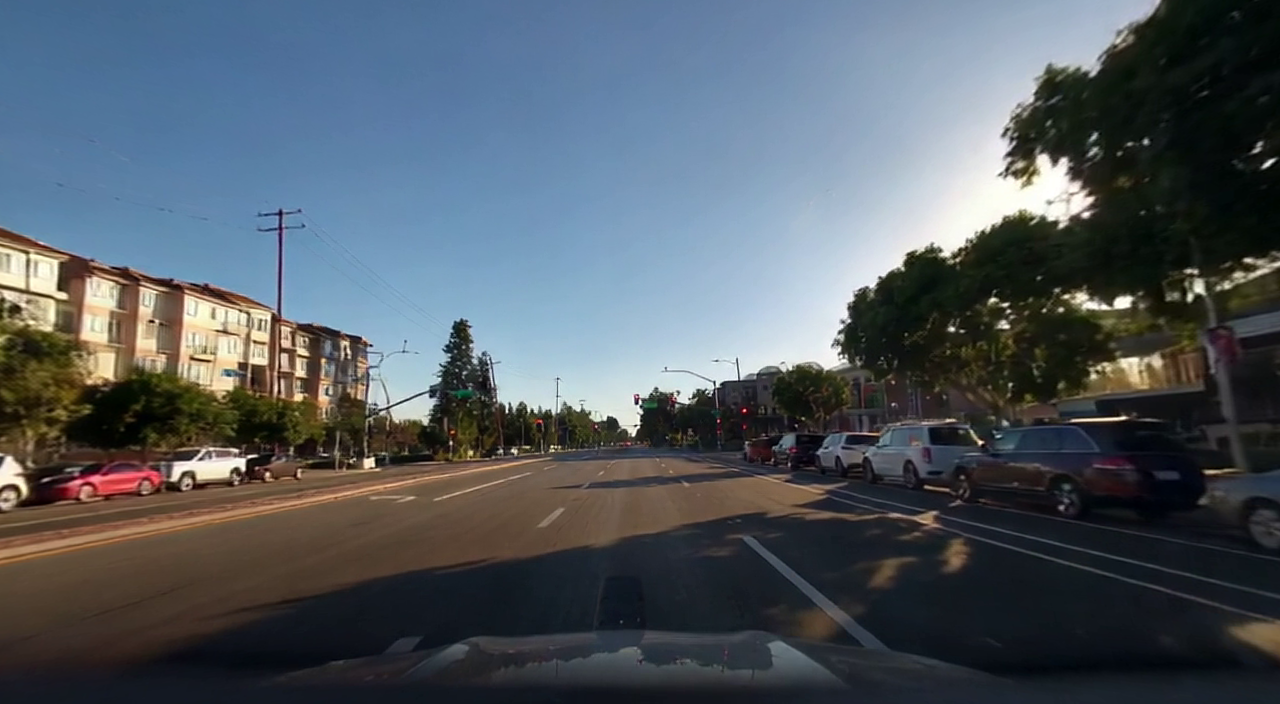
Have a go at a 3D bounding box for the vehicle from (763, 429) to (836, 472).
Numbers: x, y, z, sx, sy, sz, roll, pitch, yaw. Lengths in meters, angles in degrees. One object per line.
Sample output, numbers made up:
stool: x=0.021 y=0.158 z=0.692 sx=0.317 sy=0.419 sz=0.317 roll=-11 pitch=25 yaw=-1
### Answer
vehicle: x=7.654 y=4.798 z=30.949 sx=2.130 sy=1.877 sz=5.334 roll=0 pitch=-8 yaw=0

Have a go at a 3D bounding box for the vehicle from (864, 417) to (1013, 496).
vehicle: x=8.142 y=2.910 z=17.825 sx=1.870 sy=1.912 sz=4.657 roll=0 pitch=-8 yaw=0

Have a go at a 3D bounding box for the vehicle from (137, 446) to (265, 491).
vehicle: x=-22.304 y=5.886 z=32.517 sx=2.328 sy=1.929 sz=6.055 roll=-4 pitch=-8 yaw=0

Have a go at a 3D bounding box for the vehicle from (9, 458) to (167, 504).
vehicle: x=-22.276 y=5.176 z=25.864 sx=1.878 sy=1.561 sz=5.061 roll=0 pitch=-8 yaw=0

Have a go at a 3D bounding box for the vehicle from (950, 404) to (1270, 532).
vehicle: x=7.954 y=2.030 z=11.577 sx=2.034 sy=1.822 sz=4.953 roll=0 pitch=-8 yaw=0

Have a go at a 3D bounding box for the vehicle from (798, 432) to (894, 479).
vehicle: x=7.888 y=4.021 z=24.748 sx=1.987 sy=1.628 sz=4.712 roll=0 pitch=-8 yaw=-3
